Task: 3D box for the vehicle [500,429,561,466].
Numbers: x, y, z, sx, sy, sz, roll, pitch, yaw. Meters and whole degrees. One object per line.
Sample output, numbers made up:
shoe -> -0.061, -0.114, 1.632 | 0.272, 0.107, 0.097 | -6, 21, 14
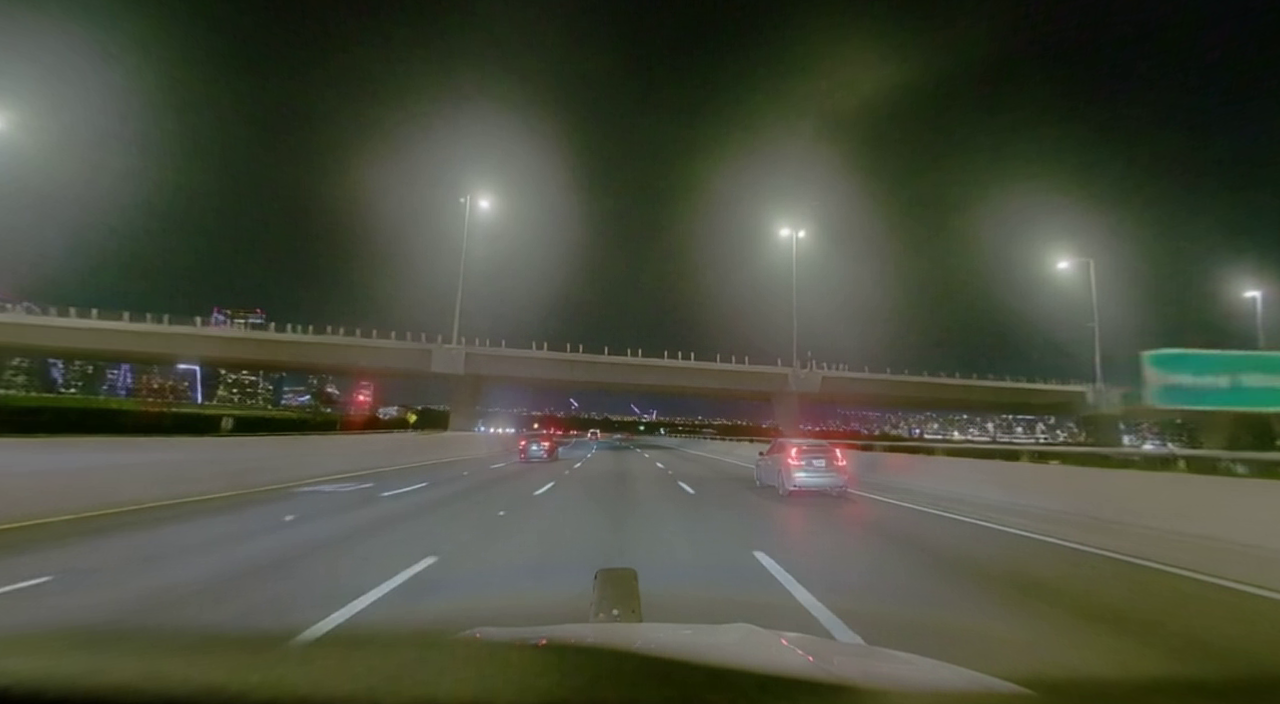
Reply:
vehicle -> -5.087, 4.485, 29.906 | 2.123, 1.601, 4.887 | 0, -8, -1
